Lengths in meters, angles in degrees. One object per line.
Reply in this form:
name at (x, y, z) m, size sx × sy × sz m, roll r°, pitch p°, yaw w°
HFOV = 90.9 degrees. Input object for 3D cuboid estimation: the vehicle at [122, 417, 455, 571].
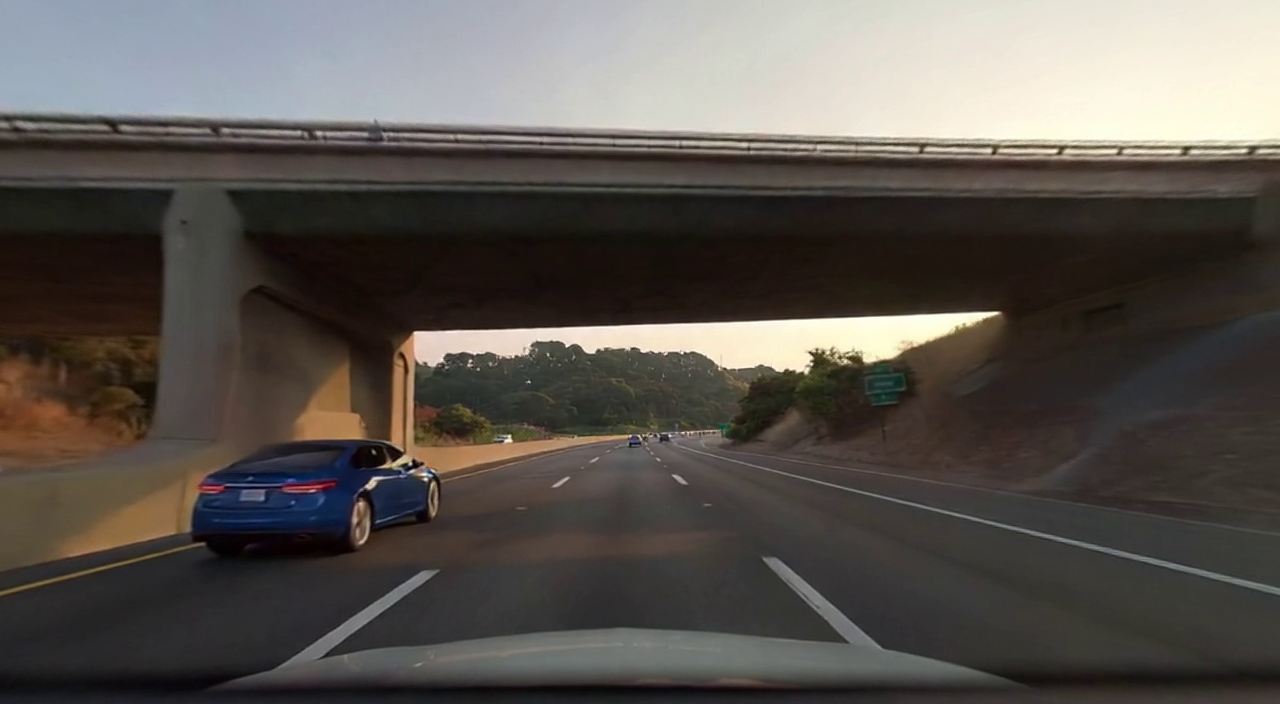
vehicle at (-4.009, 1.649, 8.195) m, size 1.981 × 1.475 × 4.084 m, roll 0°, pitch -8°, yaw 0°
